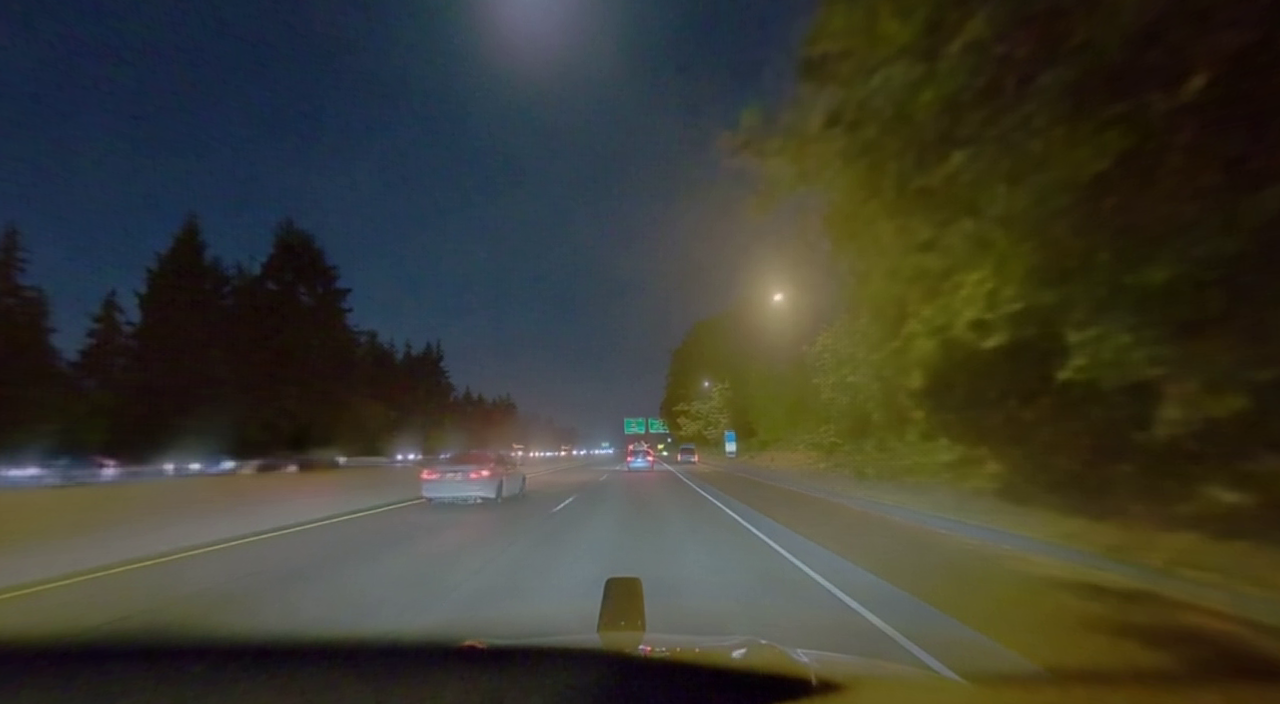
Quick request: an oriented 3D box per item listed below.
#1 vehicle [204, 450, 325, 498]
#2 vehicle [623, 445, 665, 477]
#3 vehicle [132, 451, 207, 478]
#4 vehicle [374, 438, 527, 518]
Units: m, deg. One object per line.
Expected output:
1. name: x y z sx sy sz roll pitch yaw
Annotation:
1. vehicle: -12.685 4.115 21.587 1.787 1.447 3.776 0 -9 1
2. vehicle: 0.168 5.390 31.331 1.960 1.456 3.818 0 -9 0
3. vehicle: -27.452 6.576 36.900 1.736 1.475 3.535 0 -9 -2
4. vehicle: -4.110 2.835 14.627 2.081 1.534 4.543 0 -9 1
